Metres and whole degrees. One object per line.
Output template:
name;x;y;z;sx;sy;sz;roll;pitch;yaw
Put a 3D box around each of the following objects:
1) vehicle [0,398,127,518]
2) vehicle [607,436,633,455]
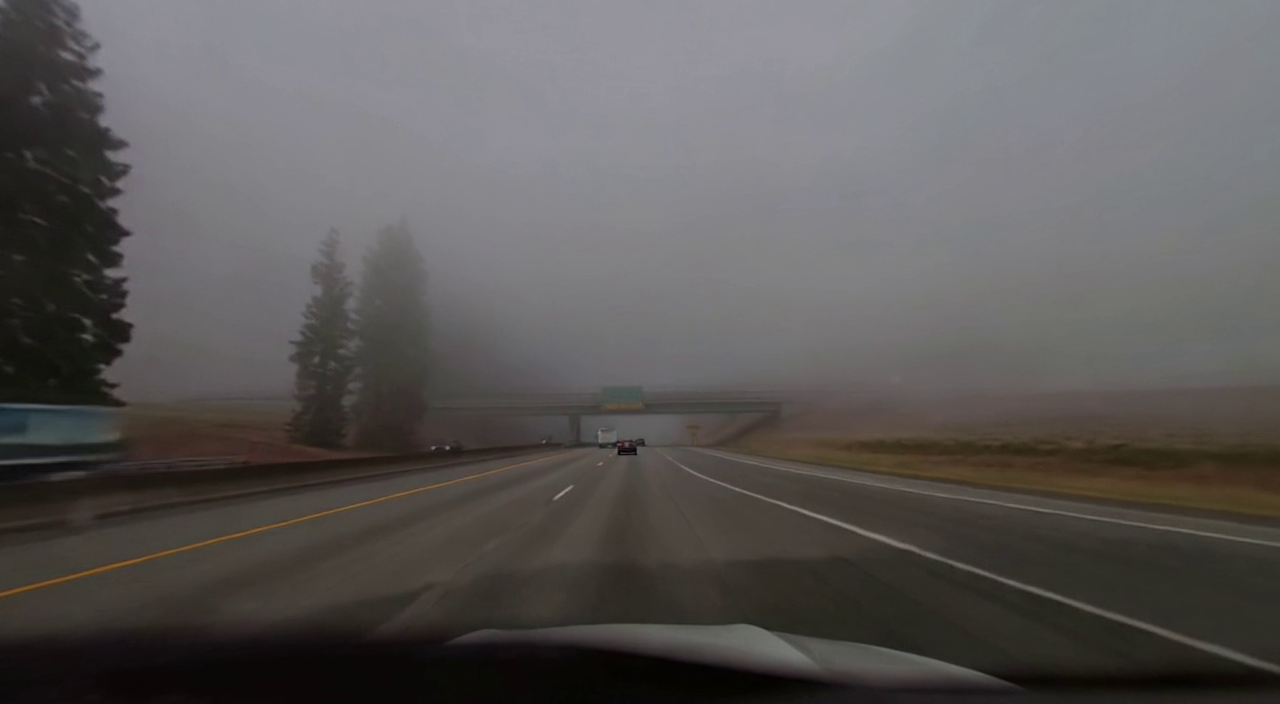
vehicle;-16.315;2.575;15.326;2.555;2.773;5.874;0;-8;0
vehicle;-1.623;7.391;49.984;1.952;1.438;3.702;0;-8;-3
